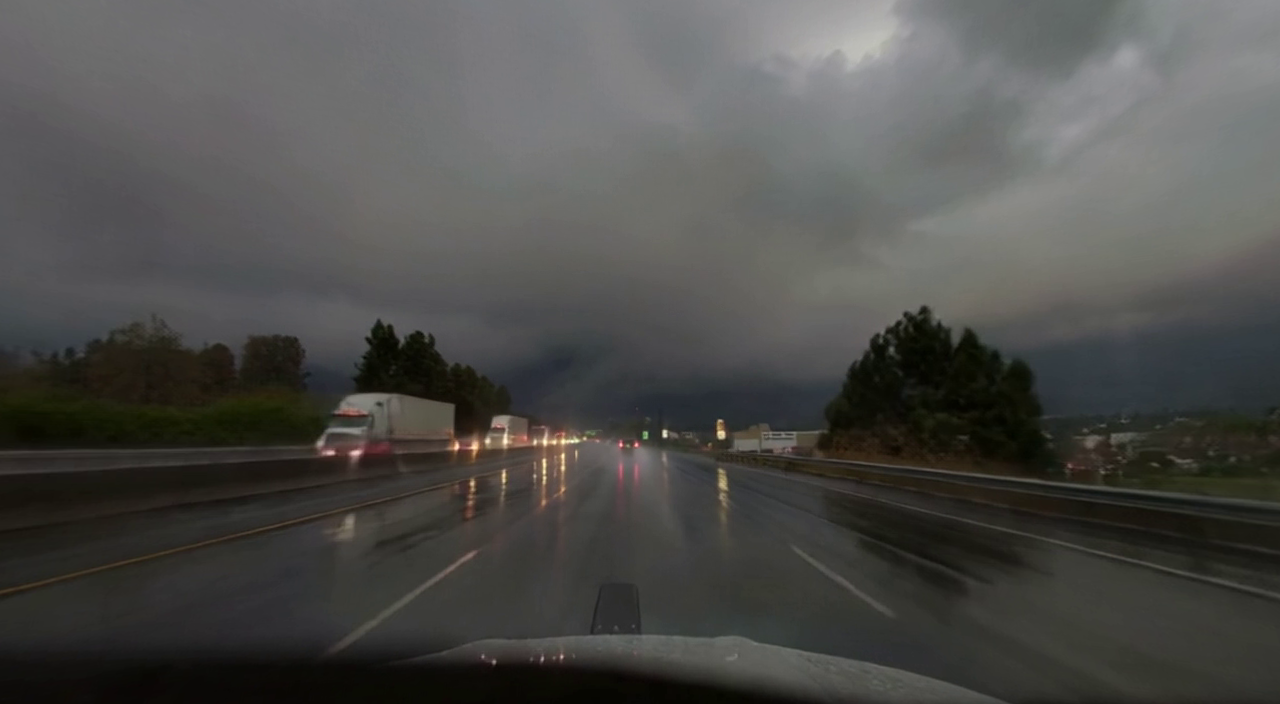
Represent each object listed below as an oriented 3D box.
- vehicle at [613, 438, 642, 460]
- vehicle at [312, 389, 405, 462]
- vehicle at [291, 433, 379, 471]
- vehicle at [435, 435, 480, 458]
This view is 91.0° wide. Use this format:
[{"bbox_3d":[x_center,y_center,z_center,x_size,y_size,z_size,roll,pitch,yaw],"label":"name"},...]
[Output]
[{"bbox_3d":[-0.955,7.301,47.535,2.099,1.504,3.843,0,-8,-2],"label":"vehicle"},{"bbox_3d":[-17.180,4.609,38.940,3.008,4.071,6.136,0,-8,-2],"label":"vehicle"},{"bbox_3d":[-12.479,4.106,26.019,1.736,1.426,3.824,0,-8,-1],"label":"vehicle"},{"bbox_3d":[-13.360,6.953,46.387,2.006,1.512,4.784,0,-8,-2],"label":"vehicle"}]
